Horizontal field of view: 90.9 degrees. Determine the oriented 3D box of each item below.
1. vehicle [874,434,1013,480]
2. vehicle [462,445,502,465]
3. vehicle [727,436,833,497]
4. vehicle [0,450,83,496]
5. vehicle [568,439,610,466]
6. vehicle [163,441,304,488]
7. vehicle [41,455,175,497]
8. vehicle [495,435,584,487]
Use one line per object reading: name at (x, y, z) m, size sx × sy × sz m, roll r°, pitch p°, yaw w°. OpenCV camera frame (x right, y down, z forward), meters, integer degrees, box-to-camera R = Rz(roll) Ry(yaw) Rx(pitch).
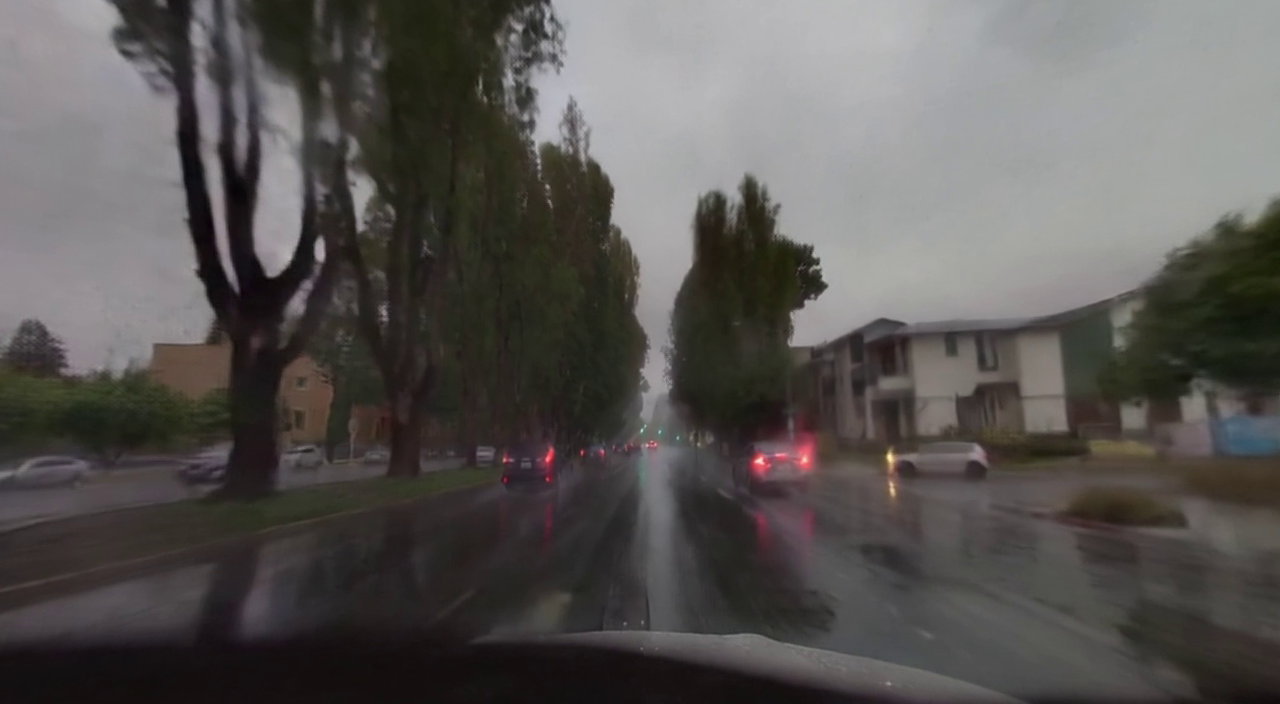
vehicle at (12.354, 4.291, 26.013) m, size 4.717 × 1.733 × 1.994 m, roll -1°, pitch -8°, yaw 10°
vehicle at (-12.222, 7.944, 48.896) m, size 1.871 × 1.478 × 4.489 m, roll 0°, pitch -8°, yaw 1°
vehicle at (3.842, 3.207, 18.133) m, size 2.010 × 1.486 × 4.498 m, roll 0°, pitch -8°, yaw 0°
vehicle at (-26.977, 5.160, 27.101) m, size 1.920 × 1.770 × 4.453 m, roll 0°, pitch -8°, yaw 0°
vehicle at (-2.996, 6.015, 37.931) m, size 1.988 × 1.497 × 4.404 m, roll 0°, pitch -8°, yaw 3°
vehicle at (-18.400, 5.091, 29.051) m, size 2.345 × 1.906 × 6.020 m, roll 0°, pitch -8°, yaw 1°
vehicle at (-22.367, 5.198, 26.800) m, size 1.889 × 1.520 × 4.524 m, roll 1°, pitch -8°, yaw -3°
vehicle at (-3.122, 3.503, 20.601) m, size 2.053 × 1.480 × 4.381 m, roll 0°, pitch -8°, yaw 2°
